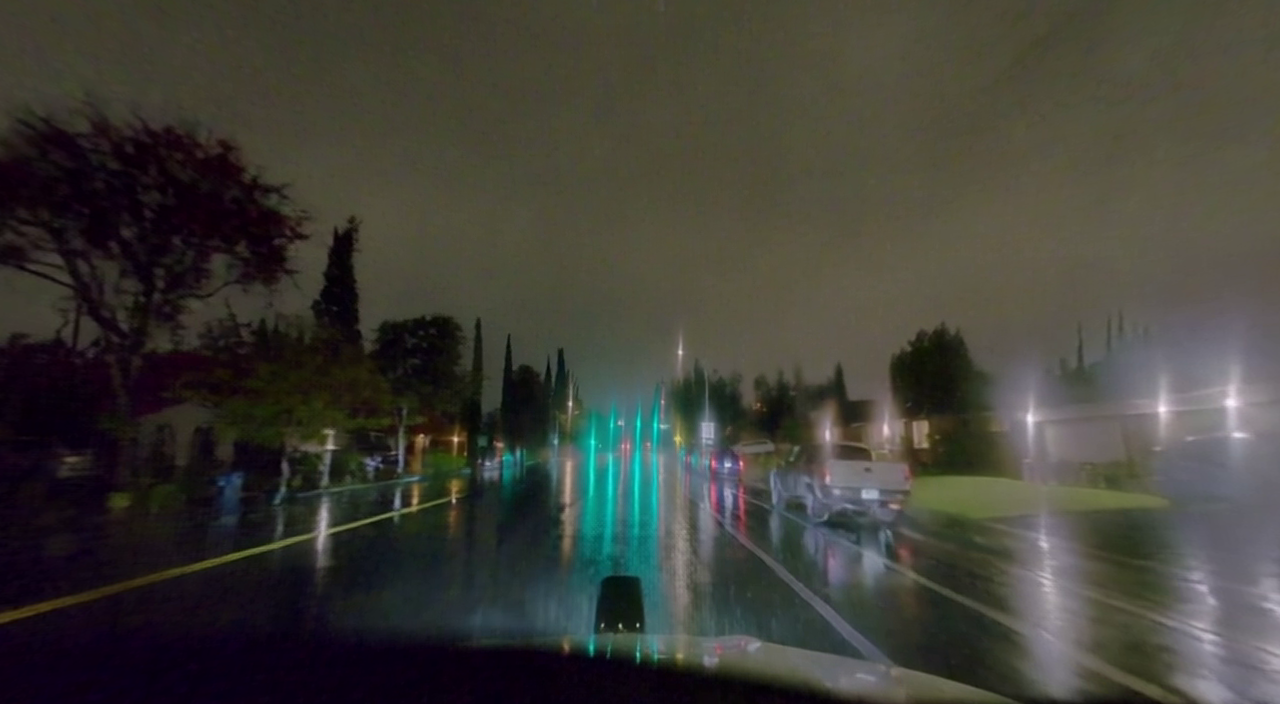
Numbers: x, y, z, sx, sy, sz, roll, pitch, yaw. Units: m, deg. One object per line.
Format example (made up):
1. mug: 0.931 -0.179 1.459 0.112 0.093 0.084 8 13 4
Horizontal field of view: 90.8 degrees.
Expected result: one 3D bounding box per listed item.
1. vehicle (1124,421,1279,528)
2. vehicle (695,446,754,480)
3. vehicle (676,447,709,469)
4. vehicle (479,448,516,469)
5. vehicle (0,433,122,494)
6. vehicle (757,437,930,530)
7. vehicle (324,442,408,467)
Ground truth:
1. vehicle: 11.311 1.955 10.380 4.884 1.561 2.118 0 -9 1
2. vehicle: 4.046 5.399 31.043 1.997 1.510 4.555 0 -9 -4
3. vehicle: 3.888 7.907 47.360 2.002 1.493 4.652 0 -9 -1
4. vehicle: -11.027 8.282 49.250 1.895 1.551 4.229 0 -9 0
5. vehicle: -19.108 3.418 19.486 4.484 1.733 1.913 0 -9 0
6. vehicle: 4.016 2.664 13.452 1.999 1.615 4.513 0 -9 -3
7. vehicle: -20.157 7.561 46.682 5.216 1.780 2.045 0 -9 -1
